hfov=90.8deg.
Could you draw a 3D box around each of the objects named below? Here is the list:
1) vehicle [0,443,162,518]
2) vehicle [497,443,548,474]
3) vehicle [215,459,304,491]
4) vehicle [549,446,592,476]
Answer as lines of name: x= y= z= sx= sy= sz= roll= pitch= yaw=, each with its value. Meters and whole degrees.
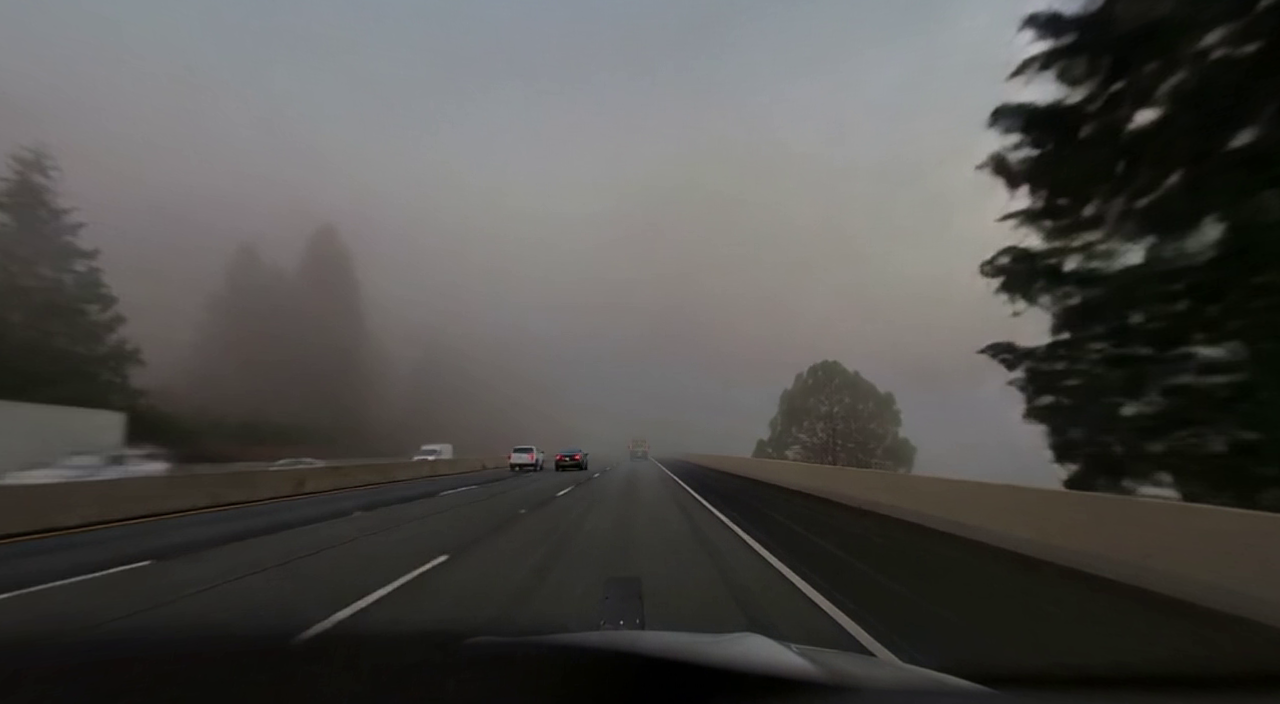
vehicle: x=-16.544 y=3.518 z=17.864 sx=2.032 sy=1.783 sz=4.980 roll=0 pitch=-9 yaw=0
vehicle: x=-7.145 y=6.524 z=38.837 sx=2.173 sy=1.722 sz=4.869 roll=0 pitch=-9 yaw=1
vehicle: x=-19.627 y=6.321 z=32.793 sx=1.797 sy=1.457 sz=4.455 roll=0 pitch=-9 yaw=0
vehicle: x=-3.721 y=5.937 z=34.424 sx=1.893 sy=1.521 sz=3.742 roll=0 pitch=-9 yaw=0
